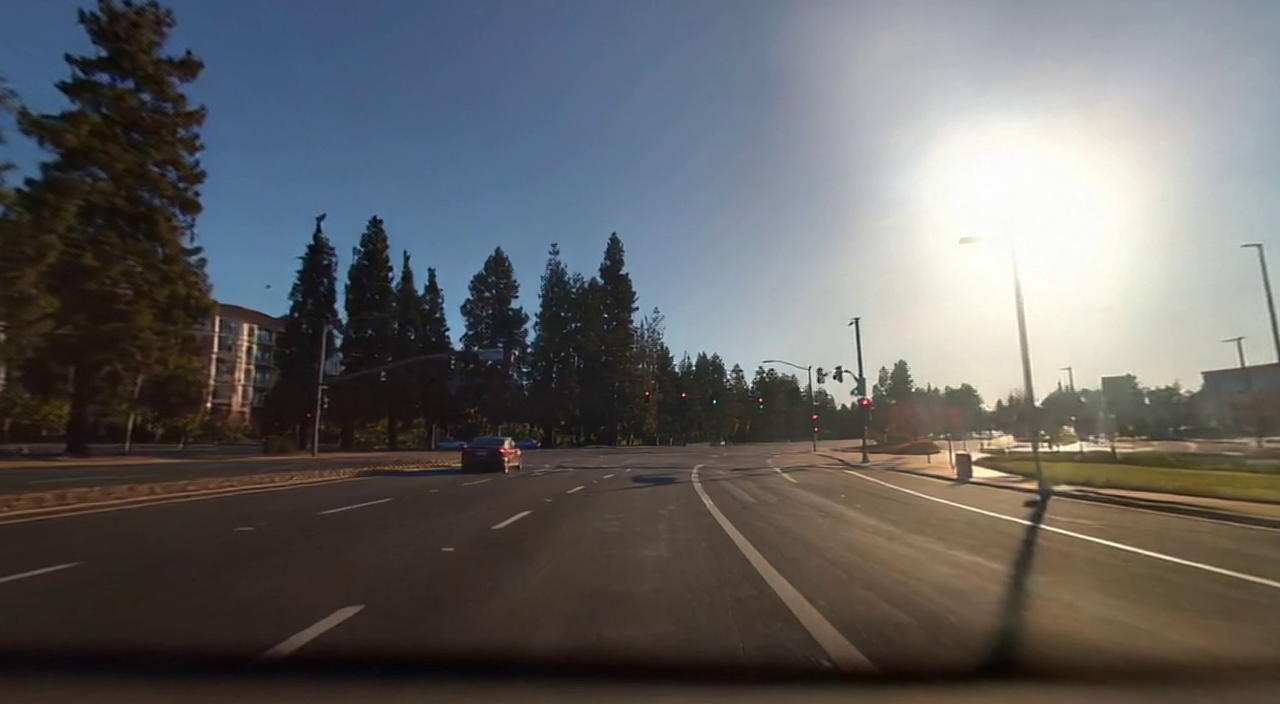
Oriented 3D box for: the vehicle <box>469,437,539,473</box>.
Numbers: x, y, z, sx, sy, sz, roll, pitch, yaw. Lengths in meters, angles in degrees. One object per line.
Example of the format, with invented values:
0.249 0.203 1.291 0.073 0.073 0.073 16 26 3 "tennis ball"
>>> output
-6.150 4.712 29.147 1.893 1.503 4.309 -1 -8 6 "vehicle"
